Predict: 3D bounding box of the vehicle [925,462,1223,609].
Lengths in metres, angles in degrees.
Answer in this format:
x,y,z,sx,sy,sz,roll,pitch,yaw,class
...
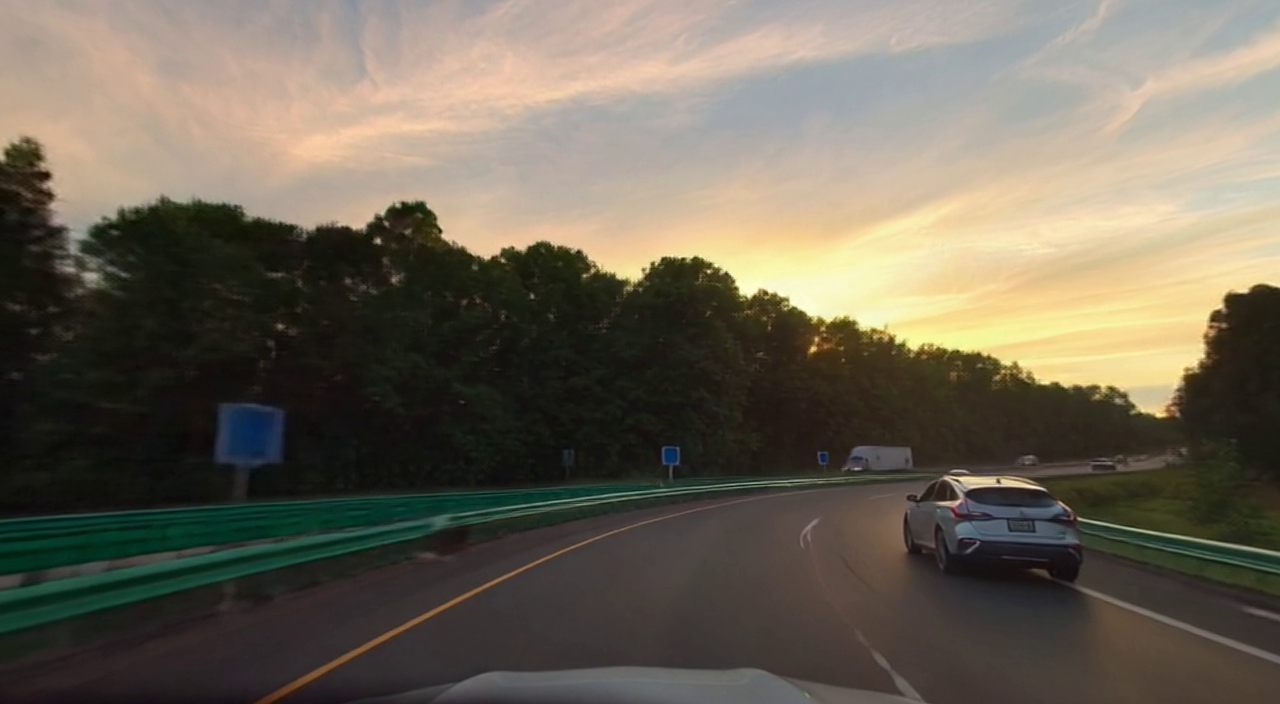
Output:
x,y,z,sx,sy,sz,roll,pitch,yaw,class
5.903,2.483,9.354,2.023,1.593,4.105,-1,-11,10,vehicle

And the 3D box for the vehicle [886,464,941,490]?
x,y,z,sx,sy,sz,roll,pitch,yaw,class
16.939,7.710,38.902,1.992,1.503,3.793,-8,-14,40,vehicle
